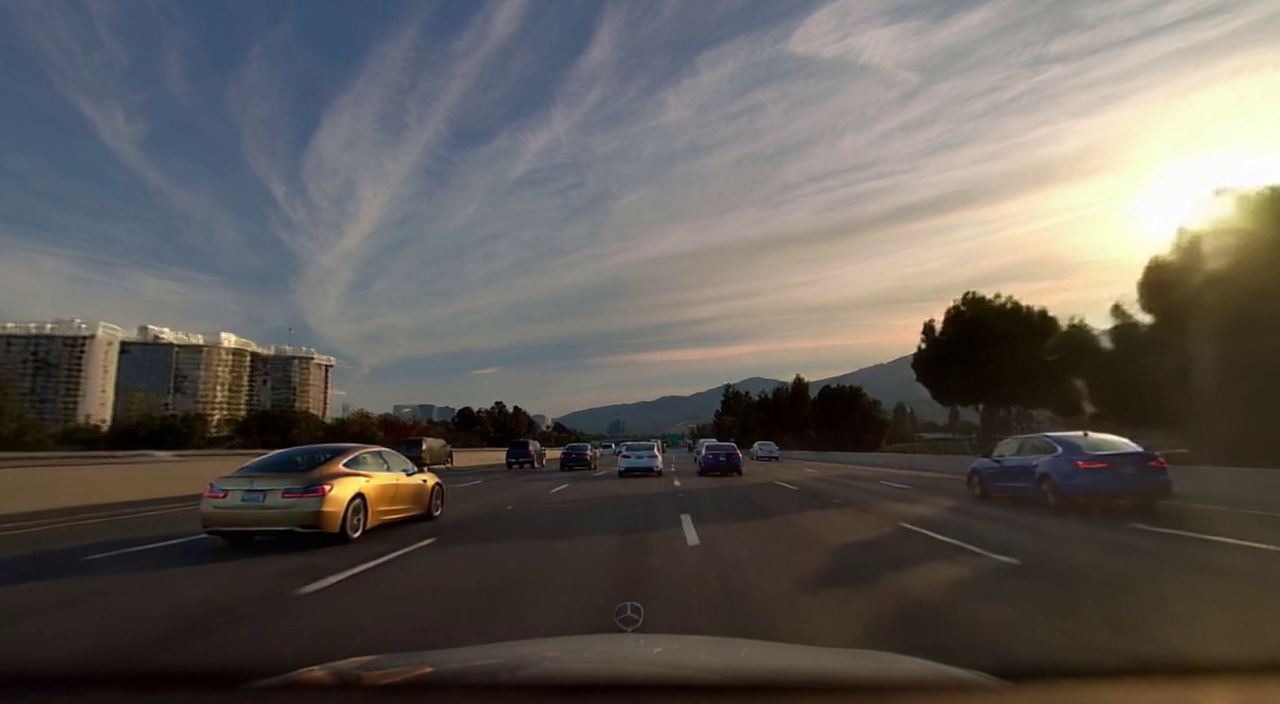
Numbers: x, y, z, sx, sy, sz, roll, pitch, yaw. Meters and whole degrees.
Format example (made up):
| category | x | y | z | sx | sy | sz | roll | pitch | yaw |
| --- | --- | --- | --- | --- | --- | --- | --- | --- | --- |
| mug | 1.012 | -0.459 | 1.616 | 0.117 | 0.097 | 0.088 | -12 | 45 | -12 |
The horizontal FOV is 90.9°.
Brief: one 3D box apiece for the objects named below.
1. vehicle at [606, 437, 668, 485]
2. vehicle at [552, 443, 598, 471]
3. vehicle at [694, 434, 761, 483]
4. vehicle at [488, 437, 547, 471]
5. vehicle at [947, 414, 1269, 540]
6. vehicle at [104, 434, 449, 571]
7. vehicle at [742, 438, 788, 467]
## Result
| category | x | y | z | sx | sy | sz | roll | pitch | yaw |
| --- | --- | --- | --- | --- | --- | --- | --- | --- | --- |
| vehicle | -0.019 | 4.059 | 23.784 | 2.102 | 1.624 | 4.257 | -1 | -8 | 3 |
| vehicle | -3.562 | 5.846 | 35.231 | 1.886 | 1.455 | 4.148 | -1 | -8 | 3 |
| vehicle | 3.274 | 4.083 | 24.476 | 2.114 | 1.715 | 4.136 | -1 | -8 | 2 |
| vehicle | -7.123 | 5.994 | 37.382 | 2.187 | 1.851 | 5.085 | -1 | -8 | 4 |
| vehicle | 7.767 | 2.111 | 11.360 | 1.960 | 1.726 | 5.016 | 0 | -8 | 1 |
| vehicle | -4.735 | 1.999 | 9.316 | 2.116 | 1.473 | 4.644 | -1 | -8 | 4 |
| vehicle | 7.958 | 6.432 | 40.519 | 2.071 | 1.754 | 4.484 | 0 | -8 | 1 |
